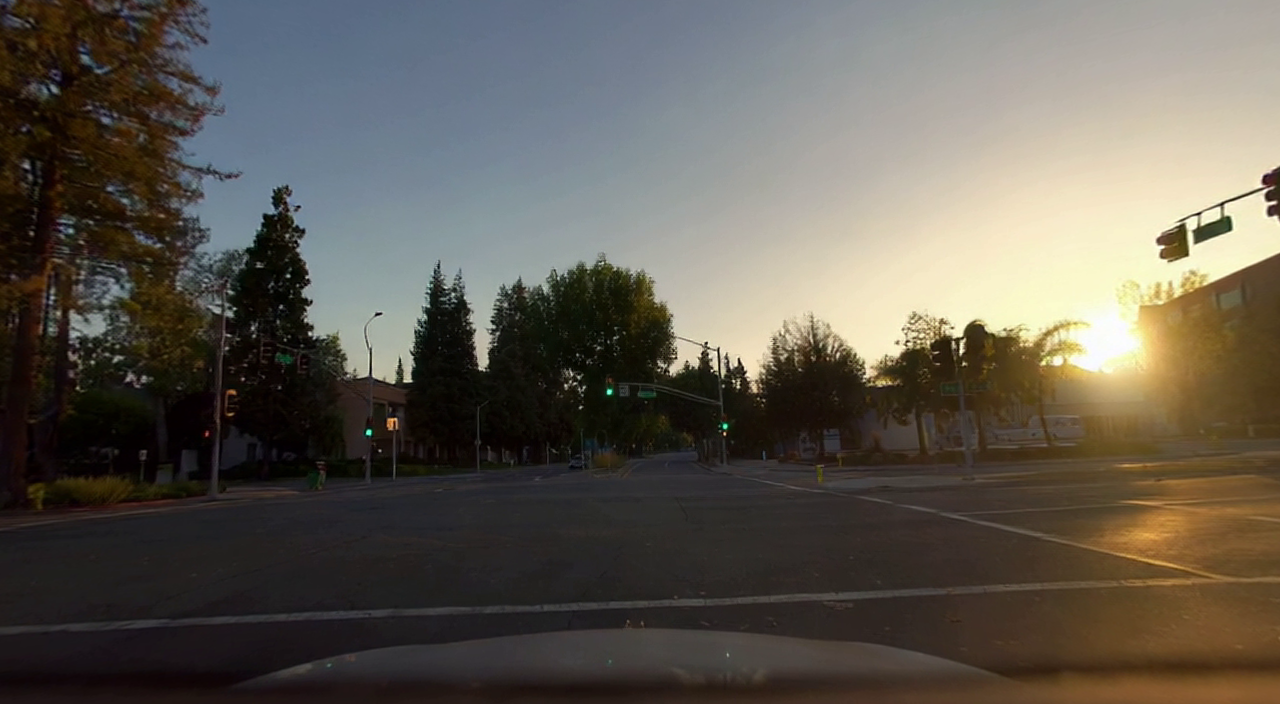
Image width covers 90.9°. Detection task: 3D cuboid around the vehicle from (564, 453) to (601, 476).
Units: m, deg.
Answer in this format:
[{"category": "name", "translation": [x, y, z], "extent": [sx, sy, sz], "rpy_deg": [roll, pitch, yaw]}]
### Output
[{"category": "vehicle", "translation": [-4.468, 8.849, 49.857], "extent": [2.030, 1.704, 4.205], "rpy_deg": [-1, -8, 7]}]
